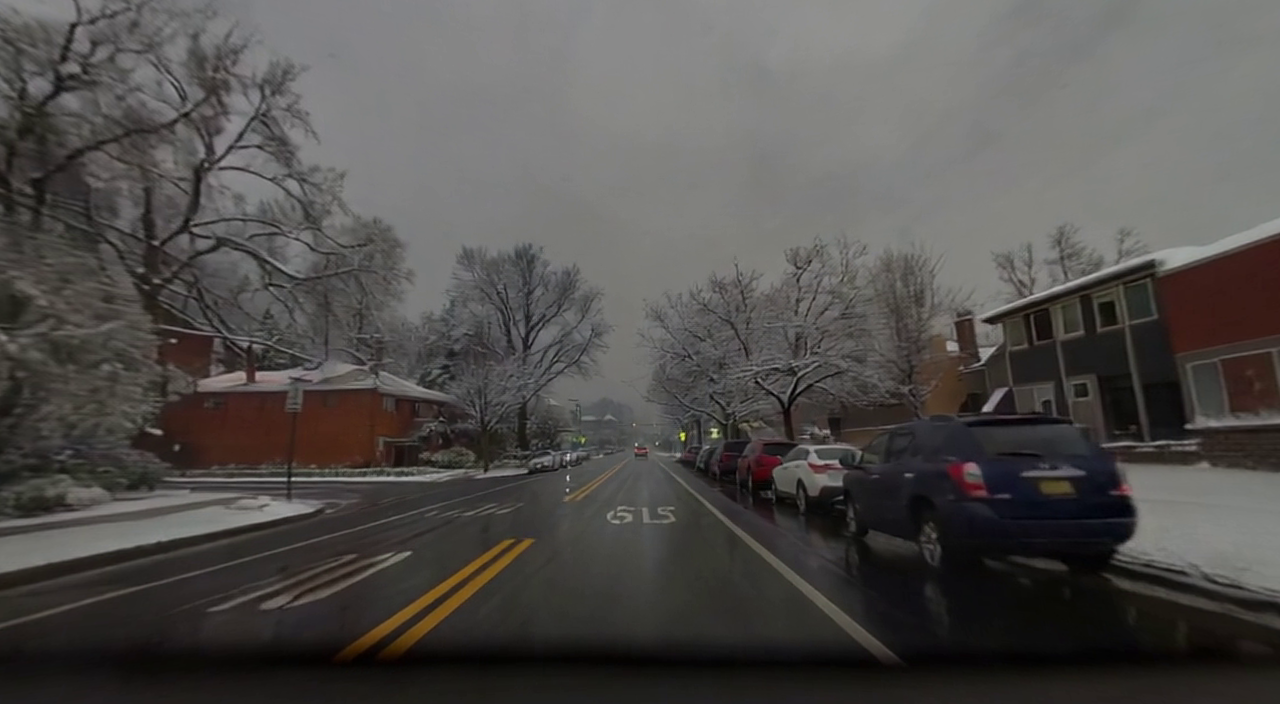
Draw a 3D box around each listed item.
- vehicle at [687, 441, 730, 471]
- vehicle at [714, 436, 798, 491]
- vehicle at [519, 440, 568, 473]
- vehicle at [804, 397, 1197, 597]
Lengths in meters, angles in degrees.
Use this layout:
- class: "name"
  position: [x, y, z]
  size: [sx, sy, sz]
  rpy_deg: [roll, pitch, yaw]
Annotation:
- class: "vehicle"
  position: [4.026, 6.197, 37.838]
  size: [2.097, 1.706, 4.312]
  rpy_deg: [0, -8, 0]
- class: "vehicle"
  position: [3.851, 3.789, 21.891]
  size: [1.971, 1.665, 4.722]
  rpy_deg: [0, -8, -1]
- class: "vehicle"
  position: [-6.489, 7.098, 43.077]
  size: [2.252, 1.882, 5.883]
  rpy_deg: [-4, -9, 0]
- class: "vehicle"
  position: [3.856, 1.628, 7.997]
  size: [1.937, 1.752, 4.574]
  rpy_deg: [1, -9, -5]
